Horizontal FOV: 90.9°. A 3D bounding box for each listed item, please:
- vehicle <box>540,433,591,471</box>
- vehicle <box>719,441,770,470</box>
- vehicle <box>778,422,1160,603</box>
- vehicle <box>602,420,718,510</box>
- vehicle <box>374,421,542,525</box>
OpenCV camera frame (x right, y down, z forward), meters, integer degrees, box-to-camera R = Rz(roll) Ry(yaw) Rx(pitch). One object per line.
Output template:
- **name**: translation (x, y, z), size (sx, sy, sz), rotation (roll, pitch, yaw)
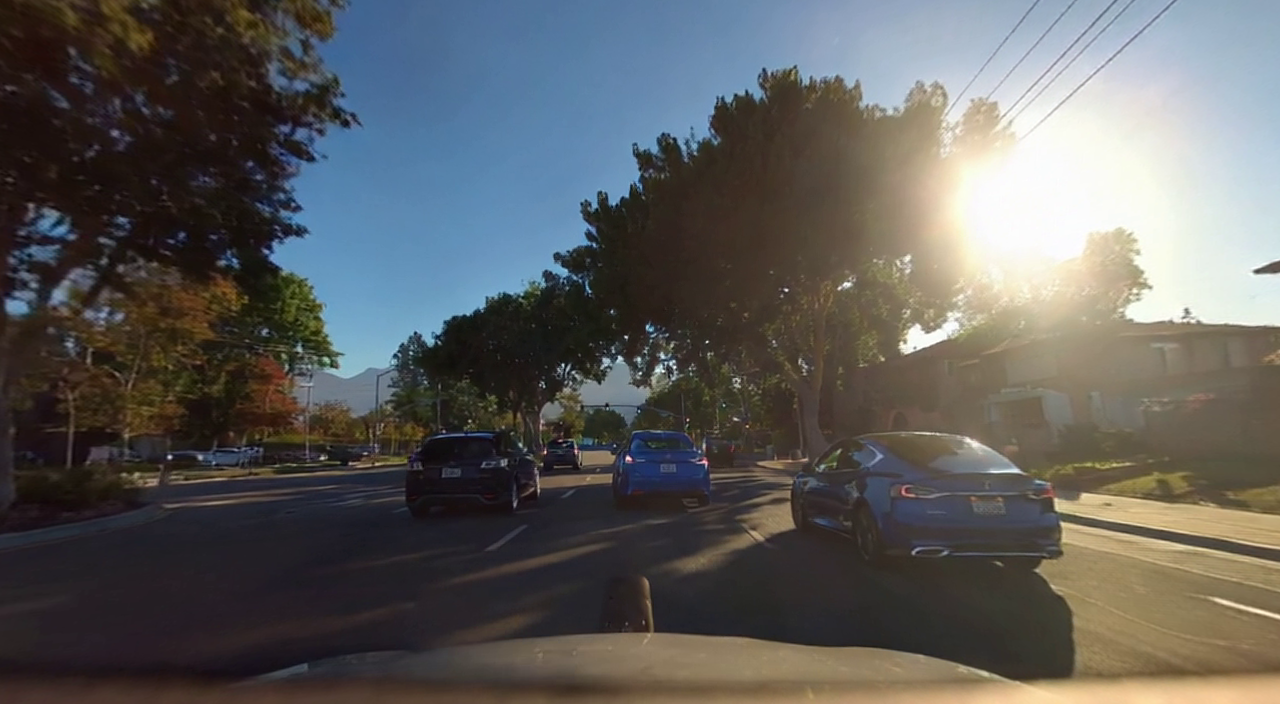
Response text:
- **vehicle**: translation (-3.589, 4.897, 31.028), size (2.014, 1.755, 4.360), rotation (0, -8, 0)
- **vehicle**: translation (5.781, 5.787, 35.426), size (2.010, 1.486, 4.498), rotation (0, -8, -1)
- **vehicle**: translation (3.264, 1.683, 7.620), size (2.017, 1.491, 4.611), rotation (0, -8, -2)
- **vehicle**: translation (0.301, 2.536, 14.597), size (2.280, 1.747, 4.361), rotation (0, -8, -2)
- **vehicle**: translation (-3.371, 2.348, 12.797), size (2.043, 1.687, 4.676), rotation (0, -8, -1)
